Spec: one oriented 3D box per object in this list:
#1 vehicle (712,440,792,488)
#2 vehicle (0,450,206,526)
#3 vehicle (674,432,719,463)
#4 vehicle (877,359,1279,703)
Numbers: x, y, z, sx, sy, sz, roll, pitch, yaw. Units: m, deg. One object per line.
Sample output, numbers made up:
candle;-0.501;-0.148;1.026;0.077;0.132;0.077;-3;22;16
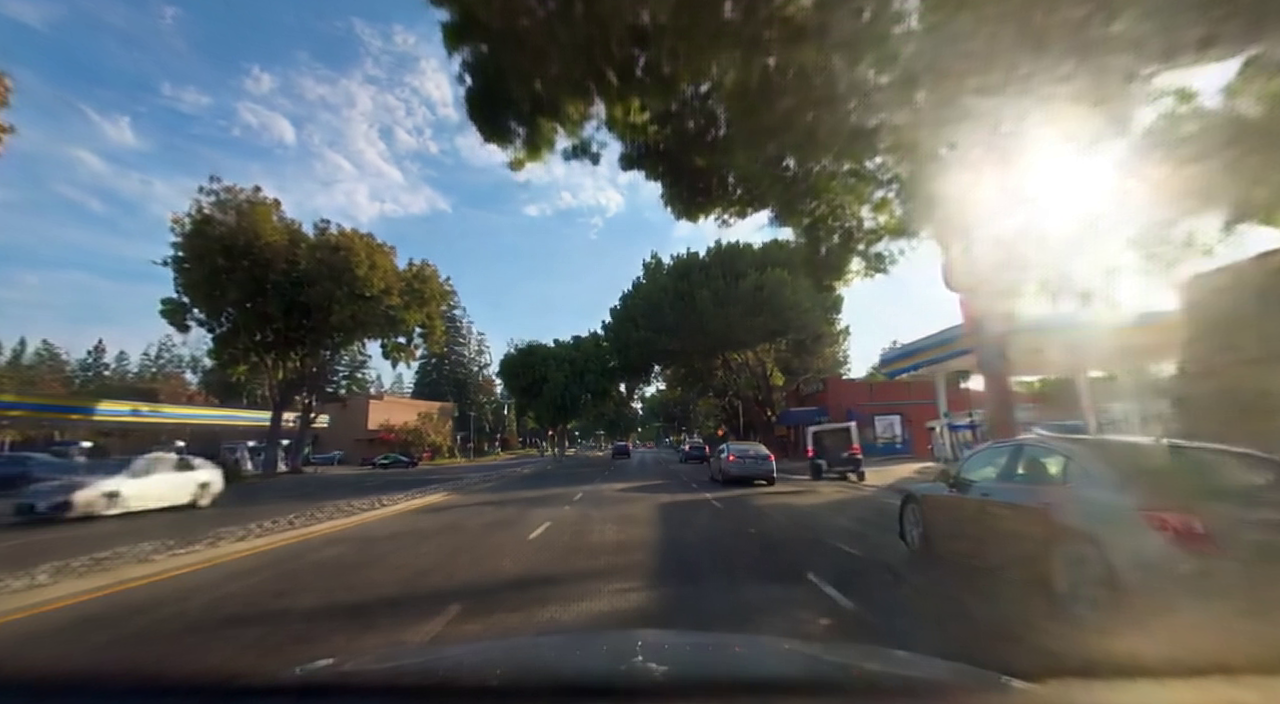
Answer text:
vehicle;3.654;3.719;21.297;1.871;1.442;4.122;0;-8;-1
vehicle;-14.182;3.327;16.191;2.031;1.539;5.646;0;-8;0
vehicle;3.765;6.543;43.125;2.611;1.983;5.165;0;-8;0
vehicle;3.641;1.151;4.570;1.875;1.665;4.931;0;-8;0
